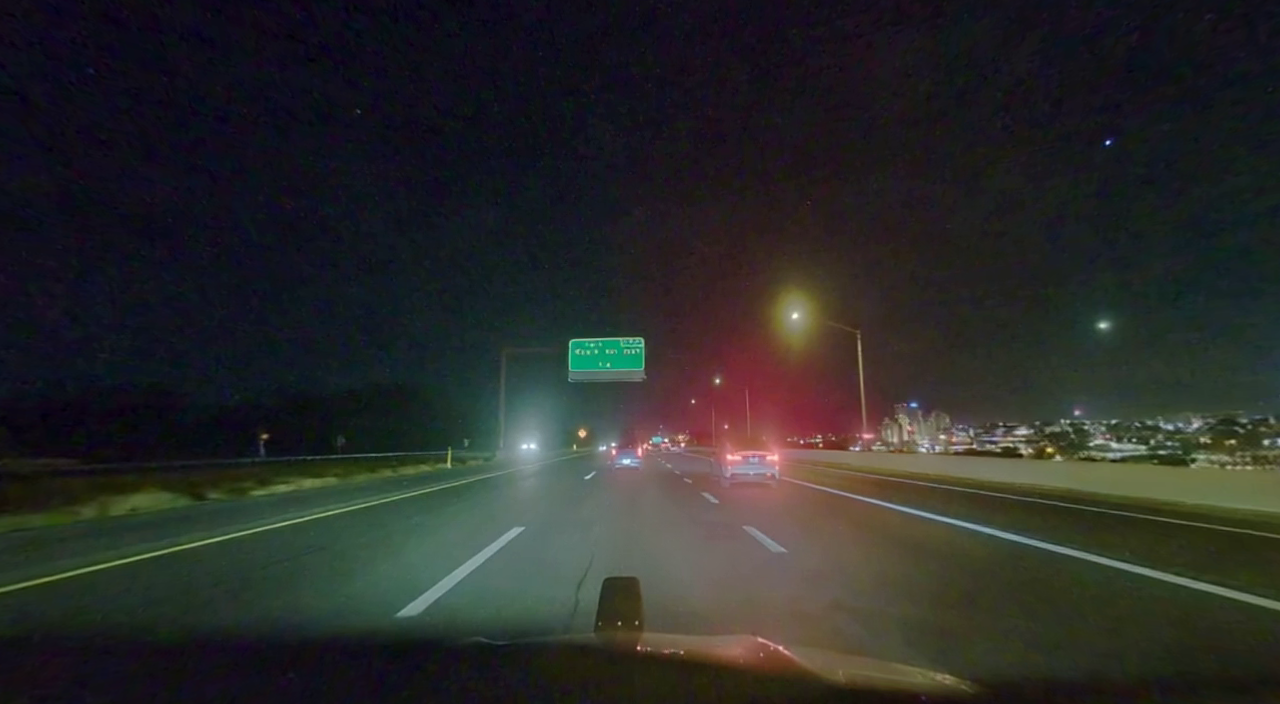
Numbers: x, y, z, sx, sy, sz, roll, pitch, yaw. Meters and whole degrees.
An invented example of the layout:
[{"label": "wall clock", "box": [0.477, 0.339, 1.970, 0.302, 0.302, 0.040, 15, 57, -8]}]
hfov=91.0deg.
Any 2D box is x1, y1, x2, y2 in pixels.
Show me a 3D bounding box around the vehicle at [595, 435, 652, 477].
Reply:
[{"label": "vehicle", "box": [-0.657, 4.253, 25.885, 2.147, 1.576, 3.964, 0, -8, -1]}]
